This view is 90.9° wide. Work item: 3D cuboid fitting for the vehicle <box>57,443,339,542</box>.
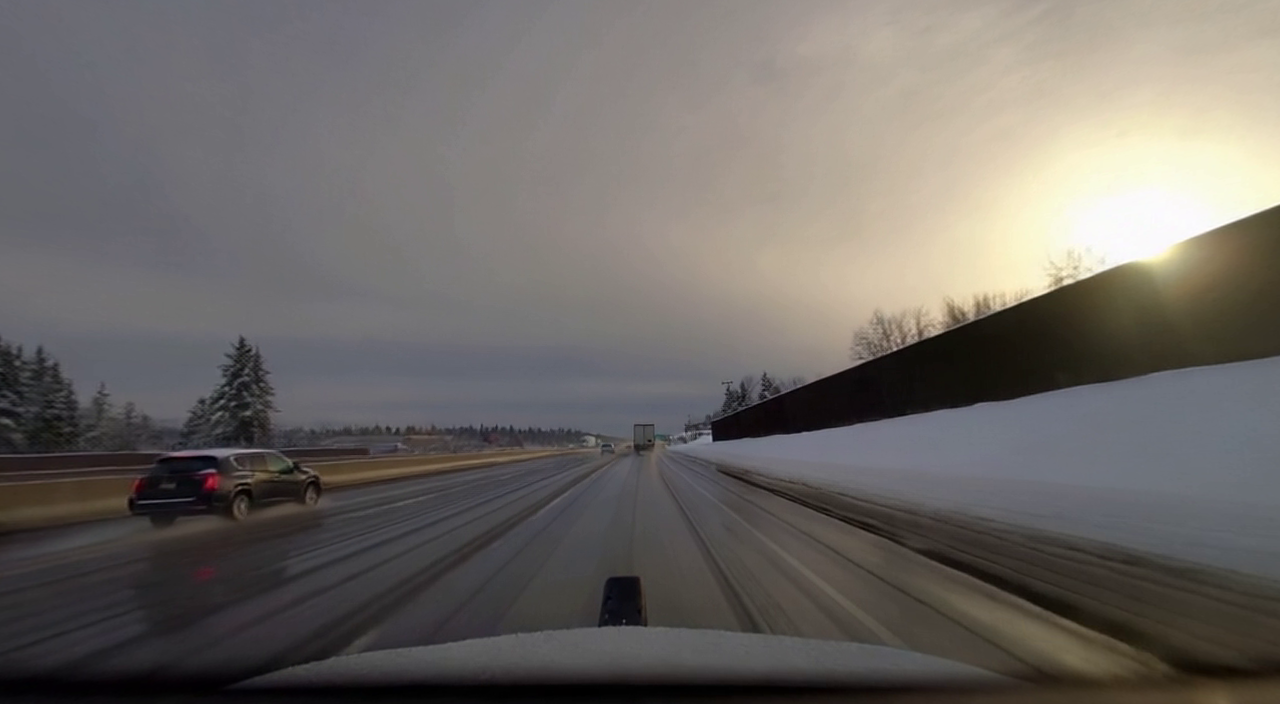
[{"bbox_3d":[-7.768,2.450,11.814,1.979,1.470,4.485,0,-8,1],"label":"vehicle"}]
